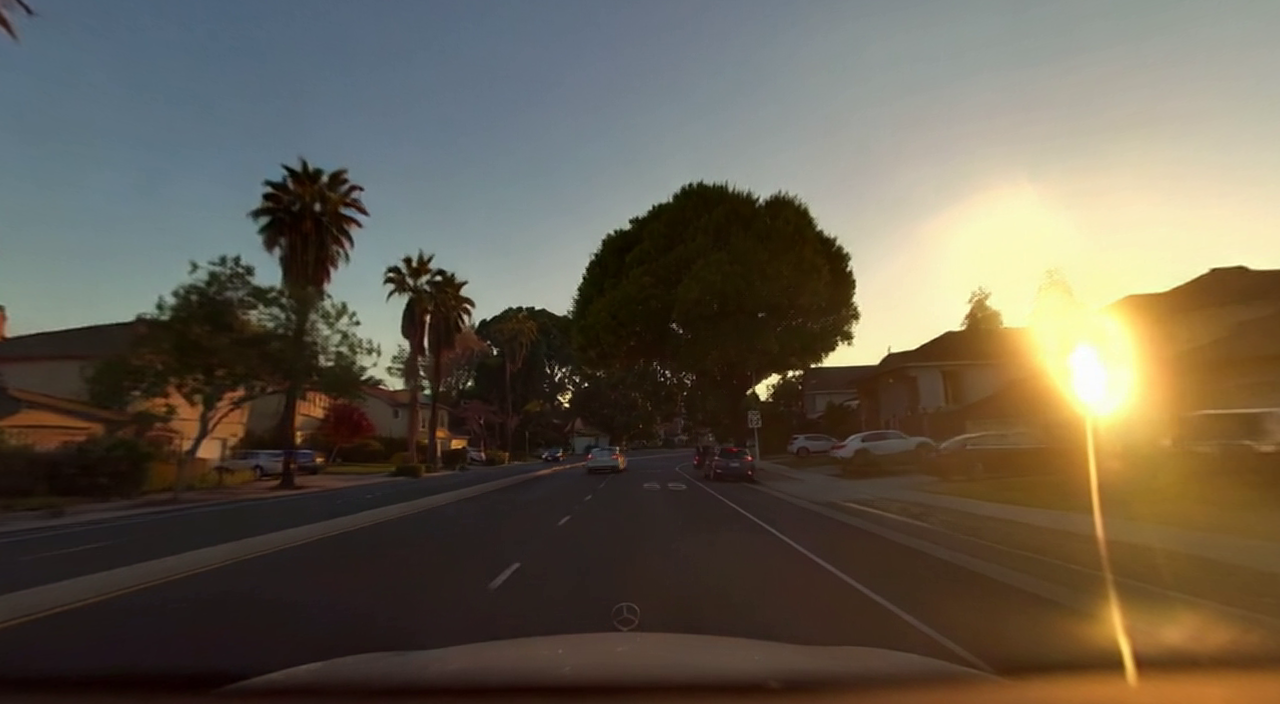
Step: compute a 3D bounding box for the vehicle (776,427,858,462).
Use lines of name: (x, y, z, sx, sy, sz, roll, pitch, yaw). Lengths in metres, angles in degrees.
vehicle: (13.803, 7.257, 49.436, 5.550, 2.066, 2.288, -12, -13, 29)

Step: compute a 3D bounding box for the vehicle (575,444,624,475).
vehicle: (-2.044, 5.579, 33.058, 2.035, 1.474, 4.284, 0, -9, 4)

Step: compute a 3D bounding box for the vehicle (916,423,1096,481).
vehicle: (11.426, 3.140, 19.961, 4.454, 1.499, 1.821, -3, -9, -1)

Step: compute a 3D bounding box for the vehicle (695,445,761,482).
vehicle: (3.762, 4.875, 27.875, 2.025, 1.456, 4.865, 0, -9, -3)

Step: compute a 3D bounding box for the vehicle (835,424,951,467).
vehicle: (12.036, 4.506, 30.363, 4.710, 1.731, 1.972, -4, -10, 7)

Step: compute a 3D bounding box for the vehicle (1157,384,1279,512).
vehicle: (11.205, 1.527, 10.821, 4.531, 1.864, 2.037, 2, -11, -32)

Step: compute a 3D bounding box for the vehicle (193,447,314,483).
vehicle: (-19.906, 5.814, 32.700, 4.992, 1.779, 1.928, 0, -9, 2)
